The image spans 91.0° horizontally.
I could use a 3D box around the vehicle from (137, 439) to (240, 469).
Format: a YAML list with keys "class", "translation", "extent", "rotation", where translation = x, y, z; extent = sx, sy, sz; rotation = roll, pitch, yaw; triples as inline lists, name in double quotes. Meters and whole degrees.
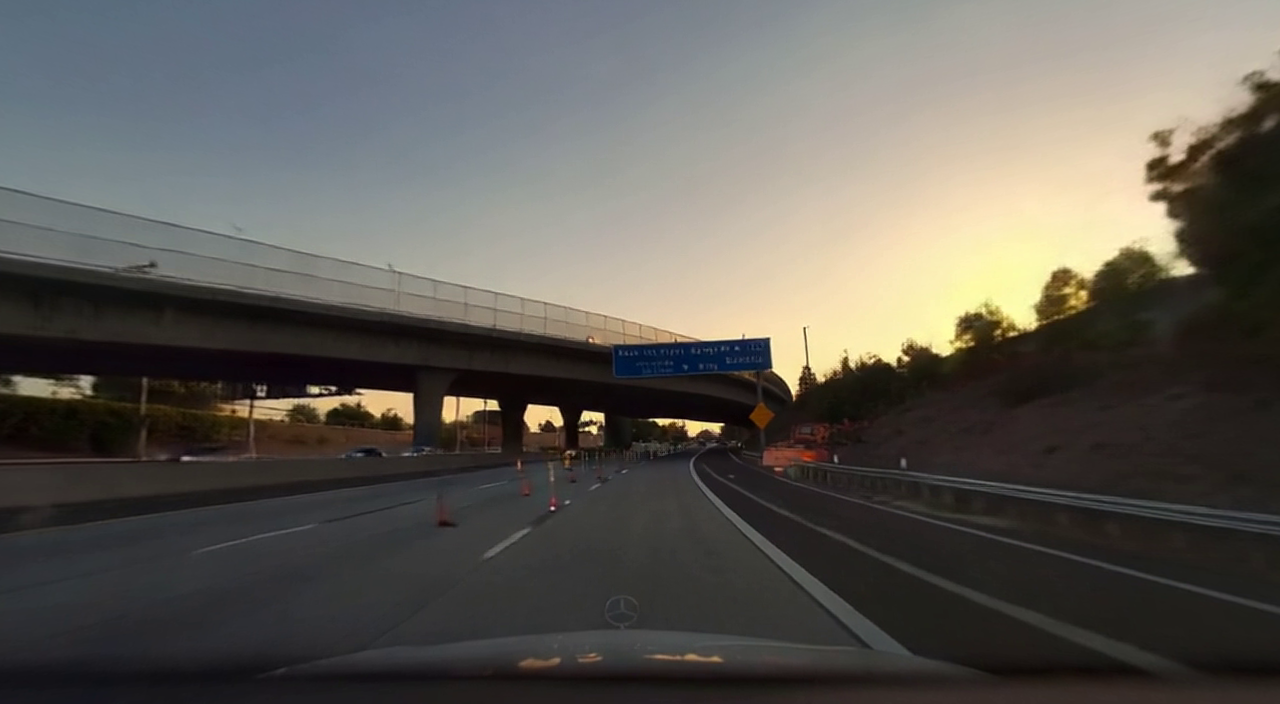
- class: "vehicle"
  translation: [-25.876, 5.892, 36.371]
  extent: [2.103, 1.585, 4.950]
  rotation: [0, -9, 3]
